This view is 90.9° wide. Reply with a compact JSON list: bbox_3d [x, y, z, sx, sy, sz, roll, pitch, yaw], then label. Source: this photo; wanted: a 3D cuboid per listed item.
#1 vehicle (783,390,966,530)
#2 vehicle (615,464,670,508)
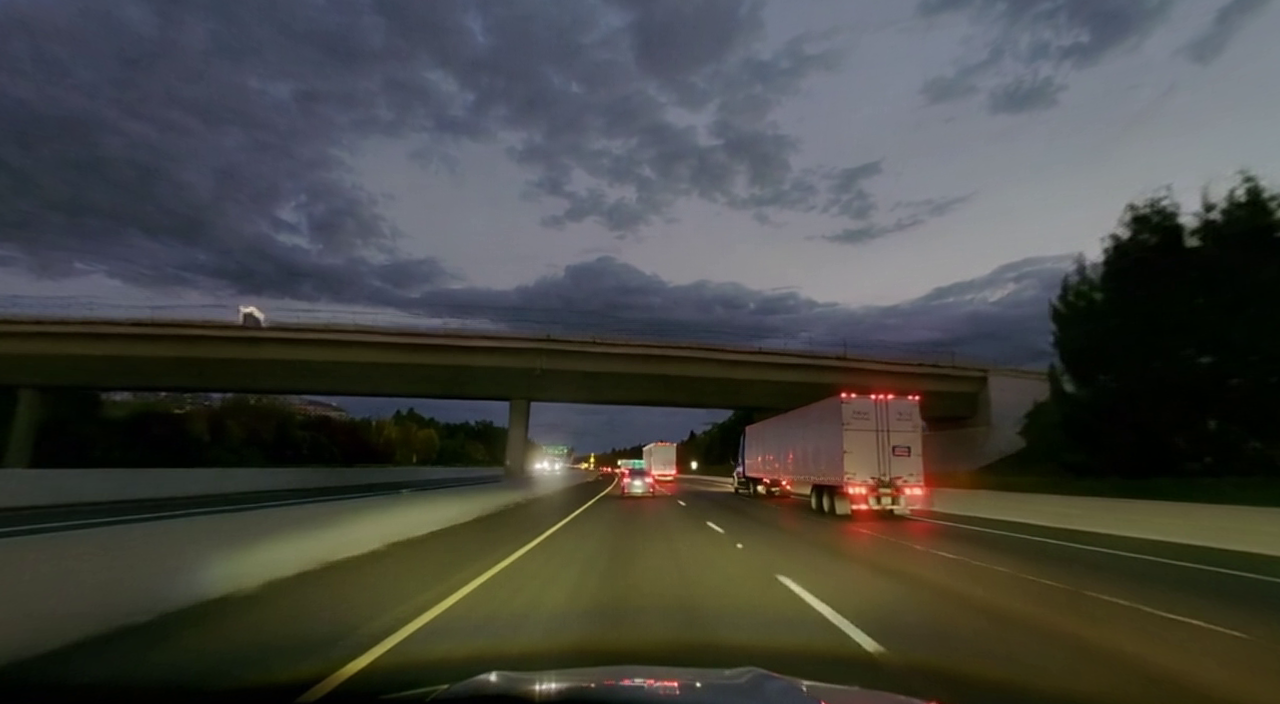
[{"bbox_3d":[7.156,3.601,20.864,2.839,3.684,8.091,1,-11,0],"label":"vehicle"},{"bbox_3d":[0.086,5.324,25.257,2.067,1.552,3.601,1,-11,0],"label":"vehicle"}]
